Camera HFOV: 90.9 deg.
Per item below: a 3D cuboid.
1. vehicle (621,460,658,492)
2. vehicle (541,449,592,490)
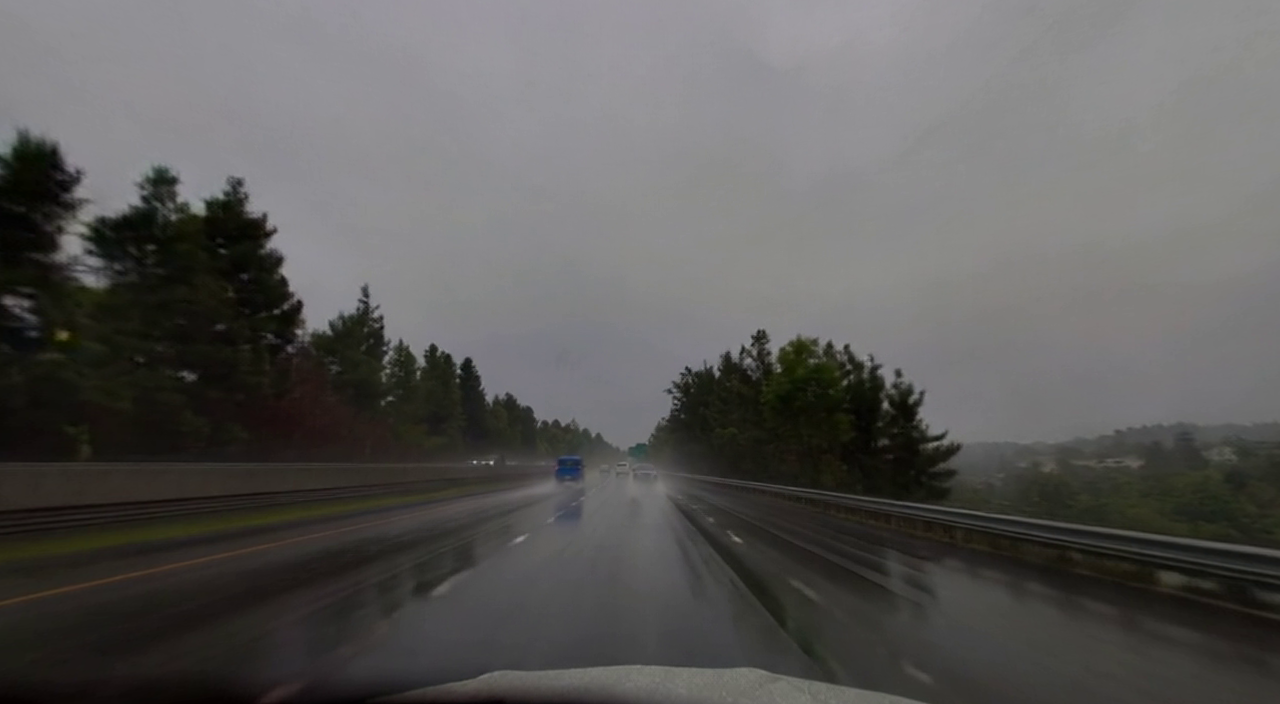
[{"bbox_3d":[-0.065,6.589,33.630,1.905,1.559,3.491,1,-10,-2],"label":"vehicle"},{"bbox_3d":[-4.033,6.591,35.454,2.237,2.113,4.815,0,-10,0],"label":"vehicle"}]
